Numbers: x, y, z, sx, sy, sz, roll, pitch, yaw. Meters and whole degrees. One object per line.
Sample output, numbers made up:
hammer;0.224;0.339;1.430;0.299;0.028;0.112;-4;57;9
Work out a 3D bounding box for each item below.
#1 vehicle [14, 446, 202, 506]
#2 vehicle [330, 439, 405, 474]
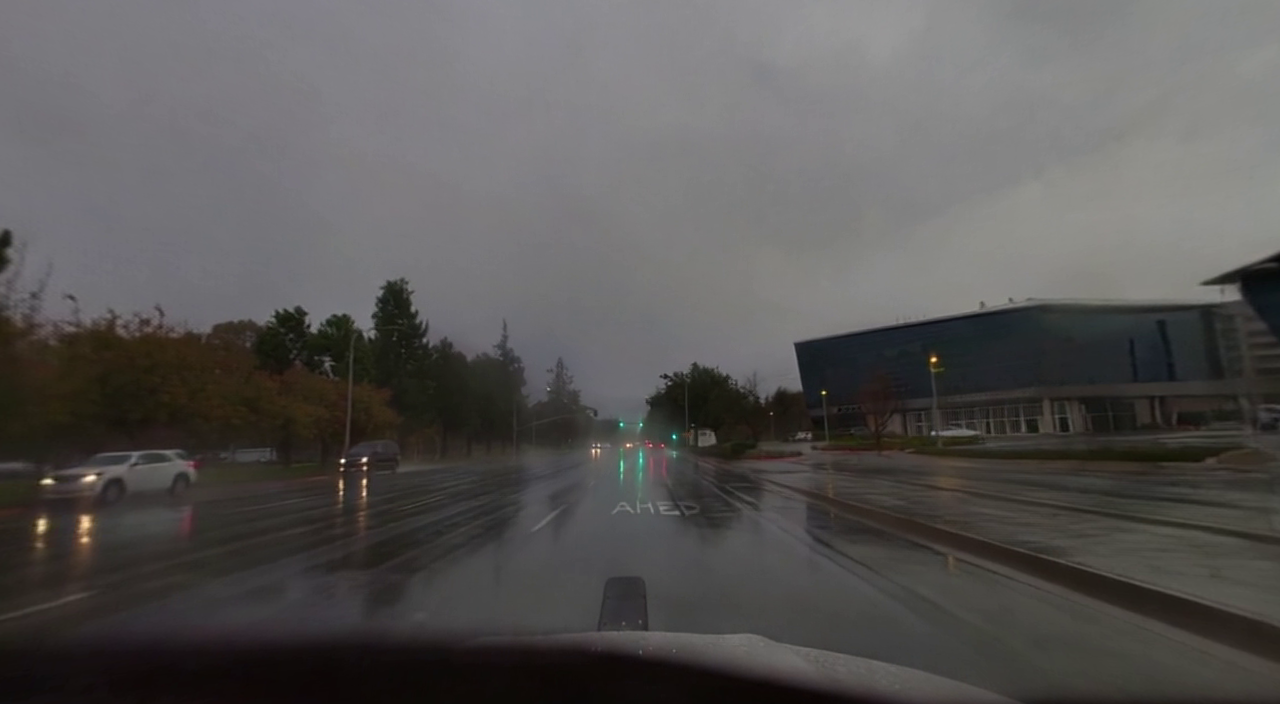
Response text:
vehicle;-17.375;4.013;20.937;2.112;1.754;4.740;0;-8;-1
vehicle;-17.258;6.630;40.126;2.331;2.109;5.400;0;-8;0
